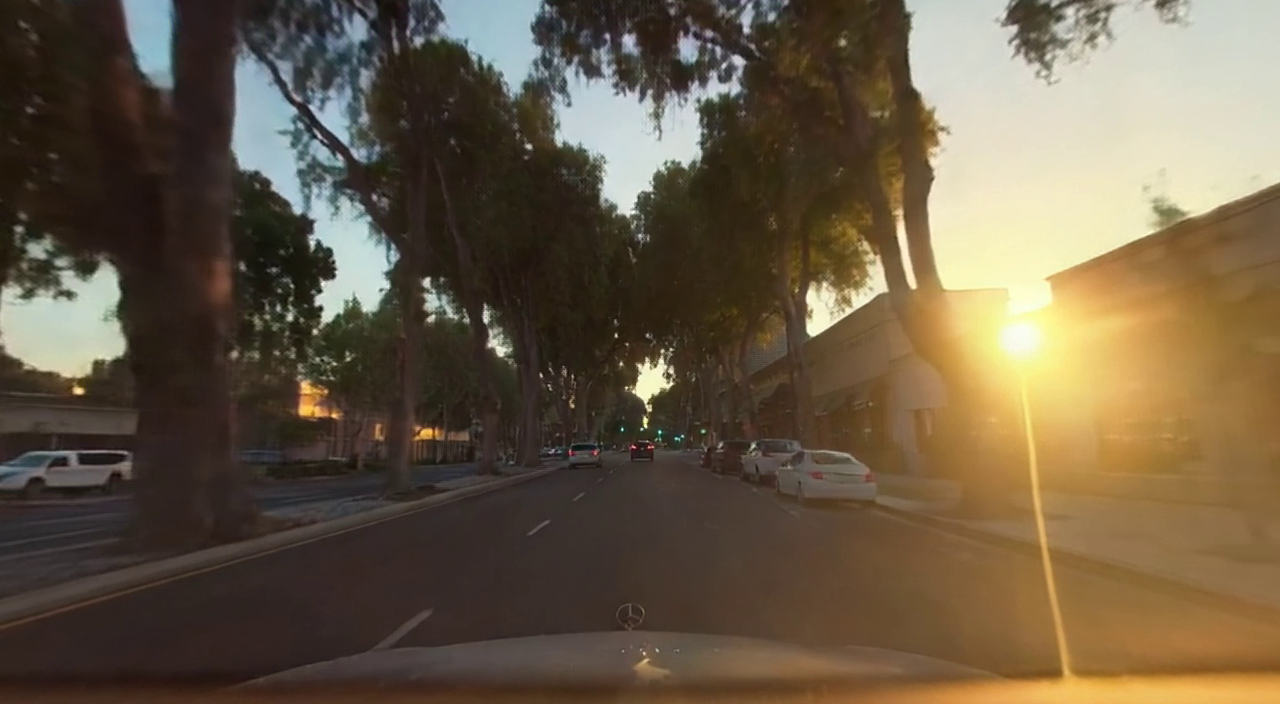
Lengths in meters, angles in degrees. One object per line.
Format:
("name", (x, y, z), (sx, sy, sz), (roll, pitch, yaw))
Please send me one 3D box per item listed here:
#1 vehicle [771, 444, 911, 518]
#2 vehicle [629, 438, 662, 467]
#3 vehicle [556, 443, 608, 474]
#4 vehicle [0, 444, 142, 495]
("vehicle", (4.444, 2.890, 14.711), (1.896, 1.451, 4.329), (0, -9, 1))
("vehicle", (0.377, 6.568, 41.297), (2.075, 1.770, 4.018), (0, -9, 1))
("vehicle", (-2.926, 5.485, 32.814), (2.151, 1.484, 4.468), (0, -9, 2))
("vehicle", (-27.066, 5.433, 29.694), (2.231, 2.124, 5.680), (-1, -9, 4))
